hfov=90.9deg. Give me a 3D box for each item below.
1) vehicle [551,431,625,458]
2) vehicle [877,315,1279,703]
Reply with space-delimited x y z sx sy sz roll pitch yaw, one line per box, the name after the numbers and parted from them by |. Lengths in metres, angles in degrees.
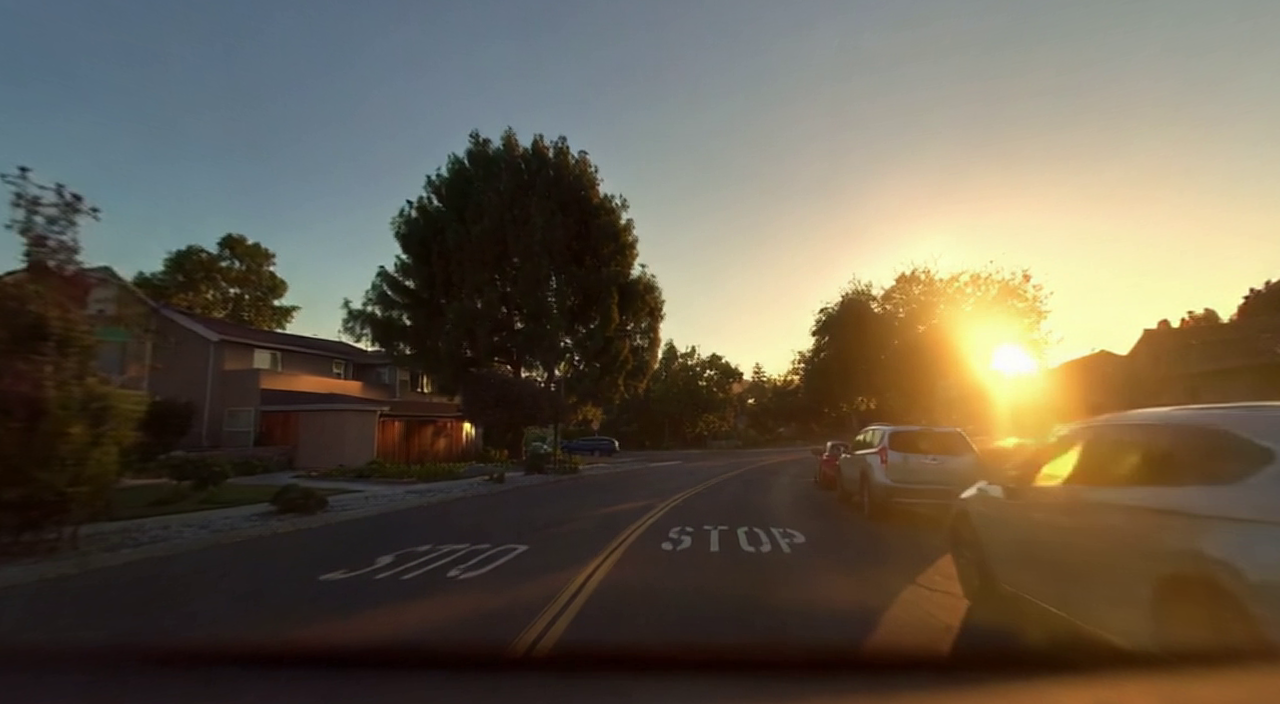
-3.713 6.626 45.027 4.870 1.813 1.910 -3 -9 18 | vehicle
3.468 1.008 3.792 2.692 1.649 4.689 -1 -8 6 | vehicle
